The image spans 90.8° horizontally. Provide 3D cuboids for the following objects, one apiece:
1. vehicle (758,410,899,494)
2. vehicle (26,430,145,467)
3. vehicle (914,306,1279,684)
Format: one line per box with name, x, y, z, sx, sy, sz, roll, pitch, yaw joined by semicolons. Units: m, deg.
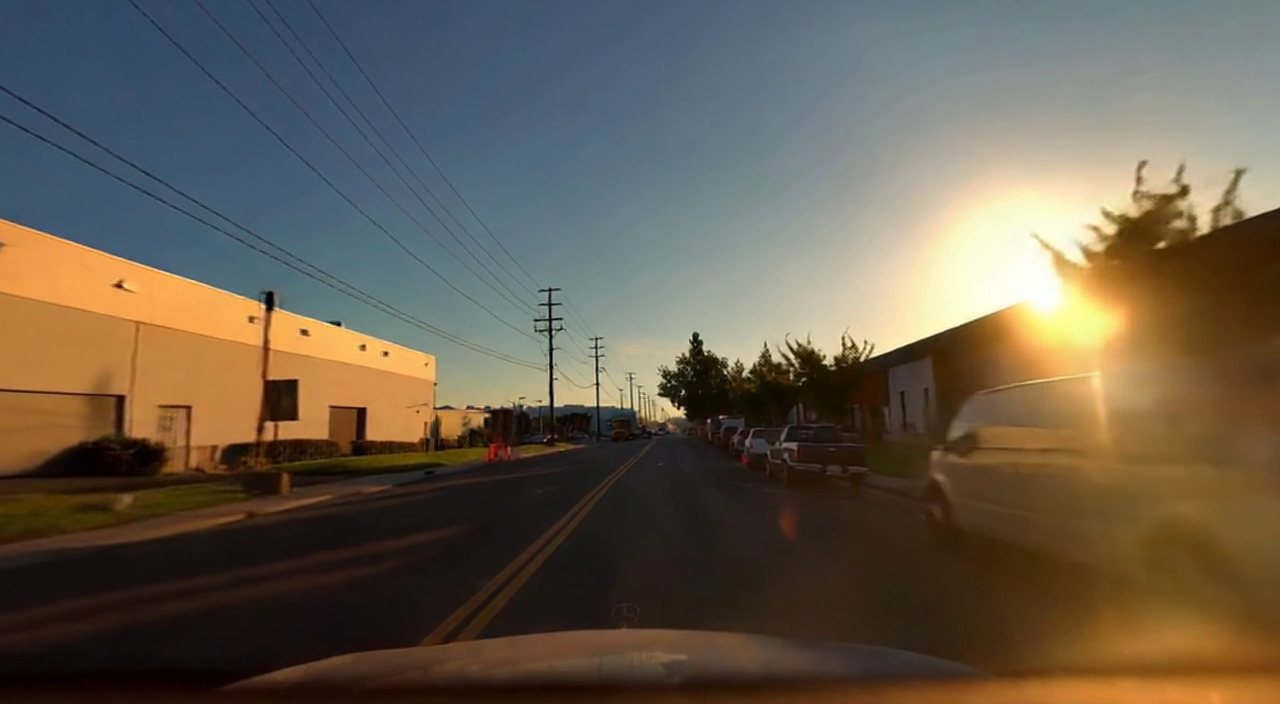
vehicle;4.531;2.526;16.241;2.009;1.776;5.440;0;-8;1
vehicle;-23.299;4.056;26.594;3.663;1.470;1.654;-2;-8;8
vehicle;4.394;1.012;5.111;2.010;1.985;5.124;0;-8;0
